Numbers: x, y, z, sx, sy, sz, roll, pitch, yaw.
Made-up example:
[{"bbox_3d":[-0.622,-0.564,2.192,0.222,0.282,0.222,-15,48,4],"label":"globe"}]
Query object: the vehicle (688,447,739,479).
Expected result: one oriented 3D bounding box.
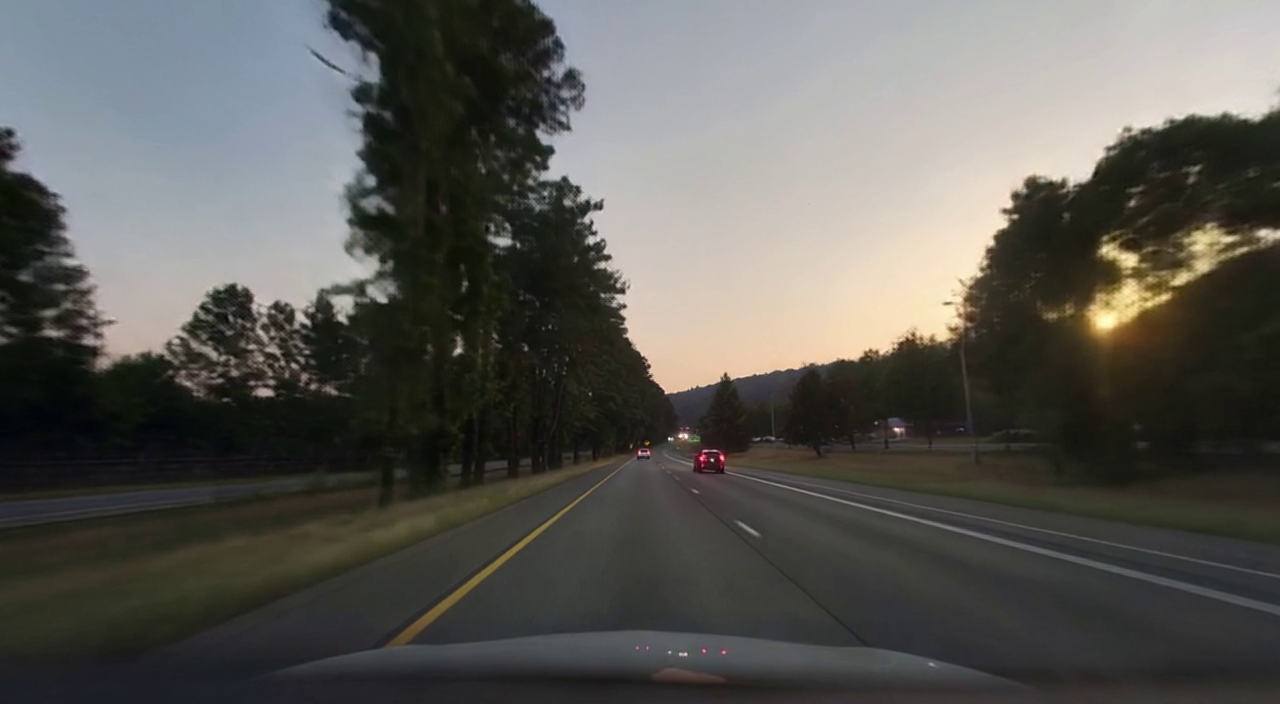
[{"bbox_3d":[3.786,5.797,33.194,2.115,1.522,4.330,0,-9,0],"label":"vehicle"}]
